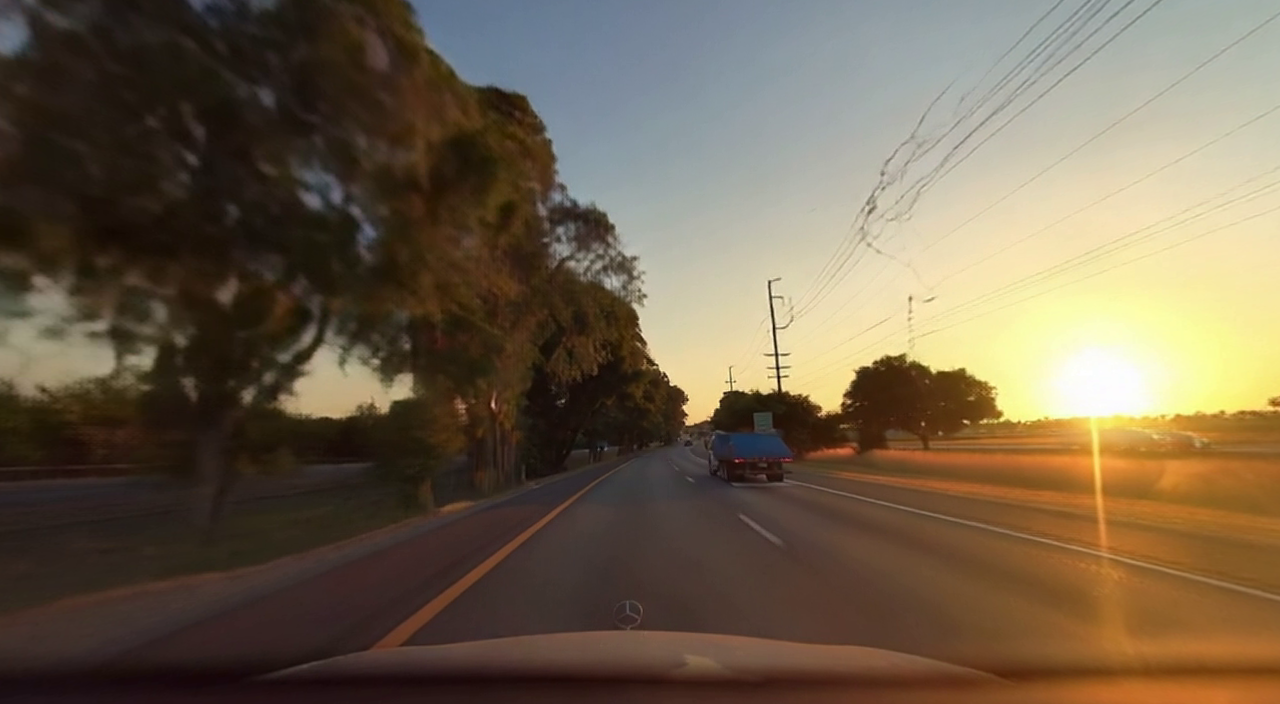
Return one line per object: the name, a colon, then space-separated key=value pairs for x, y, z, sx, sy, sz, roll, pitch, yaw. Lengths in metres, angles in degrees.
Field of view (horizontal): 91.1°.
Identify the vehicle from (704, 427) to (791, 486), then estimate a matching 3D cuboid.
vehicle: x=3.705 y=3.749 z=22.801 sx=2.228 sy=1.852 sz=5.449 roll=0 pitch=-8 yaw=0
